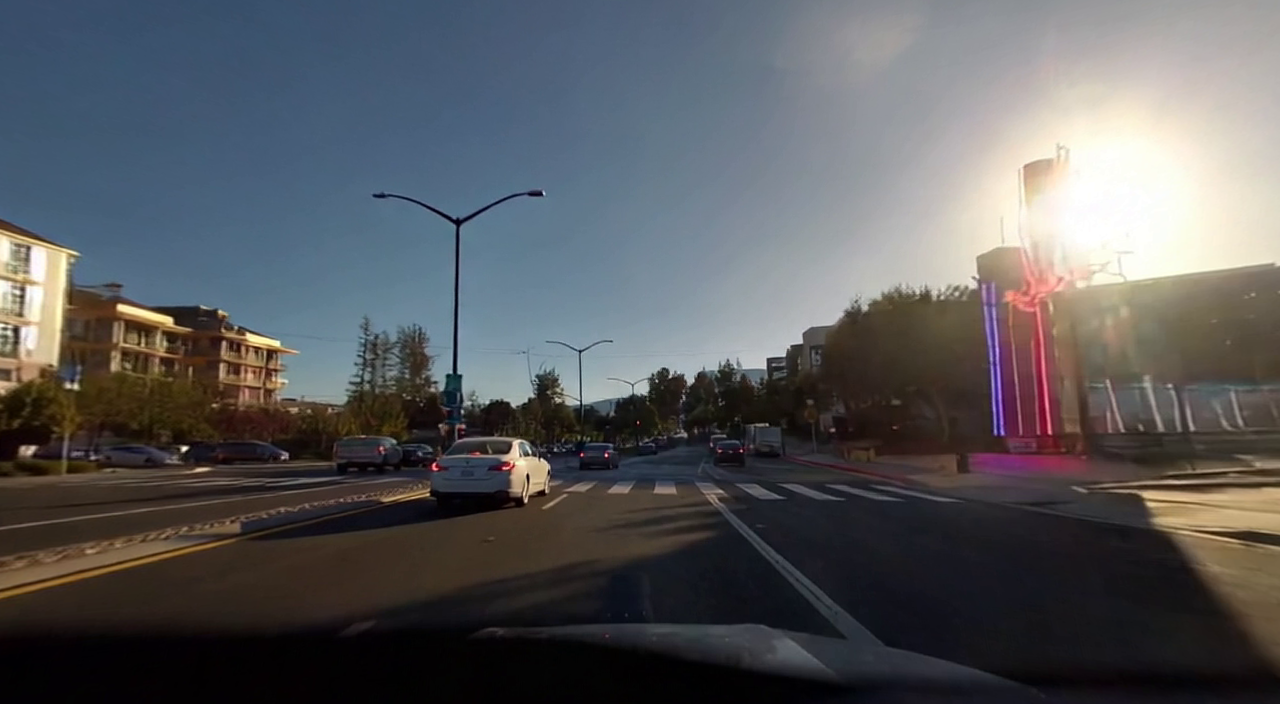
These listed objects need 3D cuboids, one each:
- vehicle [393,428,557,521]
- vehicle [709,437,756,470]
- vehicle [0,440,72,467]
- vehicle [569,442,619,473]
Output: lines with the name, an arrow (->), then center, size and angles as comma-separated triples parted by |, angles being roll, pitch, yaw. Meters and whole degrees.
vehicle -> -3.131, 2.441, 13.108 | 2.118, 1.568, 4.436 | 0, -8, 1
vehicle -> 5.080, 5.654, 35.216 | 2.103, 1.699, 4.171 | 0, -8, 1
vehicle -> -40.395, 6.597, 41.019 | 1.993, 1.726, 4.713 | -7, -11, 40
vehicle -> -2.283, 5.409, 32.472 | 1.980, 1.454, 4.226 | -1, -8, 4
